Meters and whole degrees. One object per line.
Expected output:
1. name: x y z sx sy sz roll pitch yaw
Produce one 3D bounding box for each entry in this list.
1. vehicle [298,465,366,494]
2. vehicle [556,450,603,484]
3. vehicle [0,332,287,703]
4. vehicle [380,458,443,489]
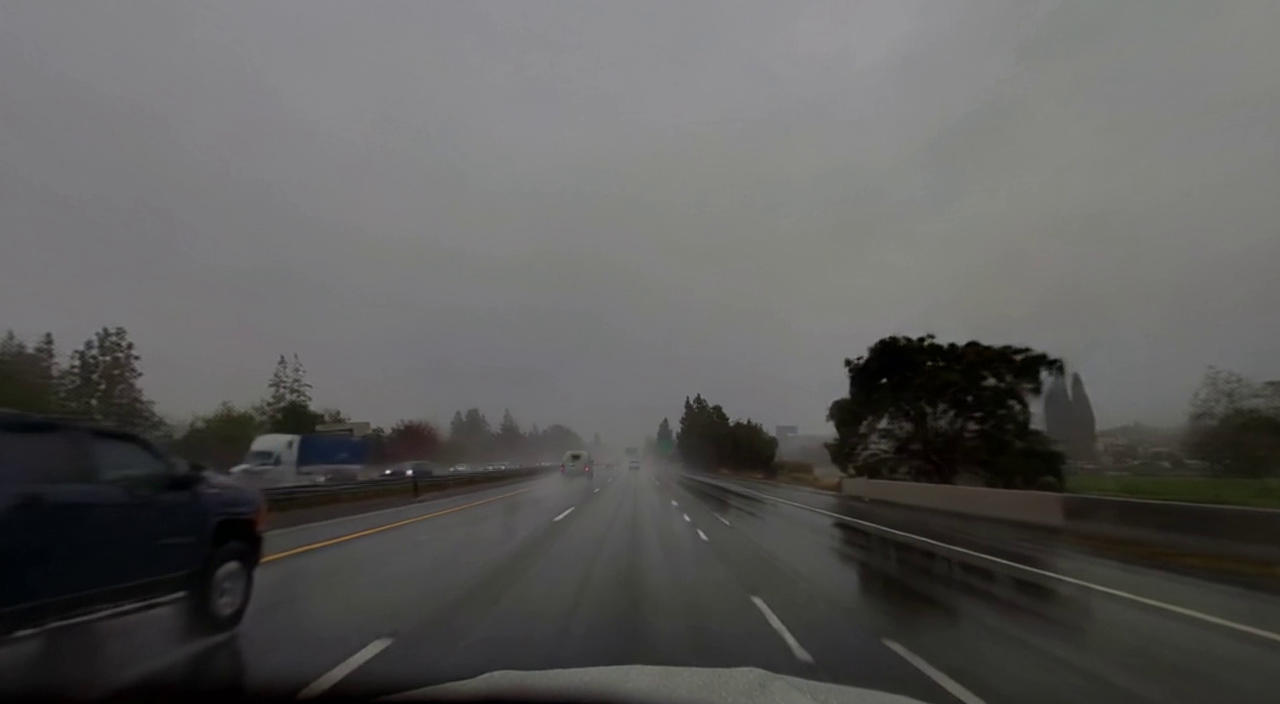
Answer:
1. vehicle: -16.681 6.892 34.281 1.738 1.447 3.731 1 -10 0
2. vehicle: -3.631 7.033 38.530 2.390 1.879 4.423 1 -10 0
3. vehicle: -3.878 0.791 2.343 2.272 1.873 4.832 1 -10 0
4. vehicle: -12.596 6.721 34.968 1.946 1.599 4.078 1 -10 0
